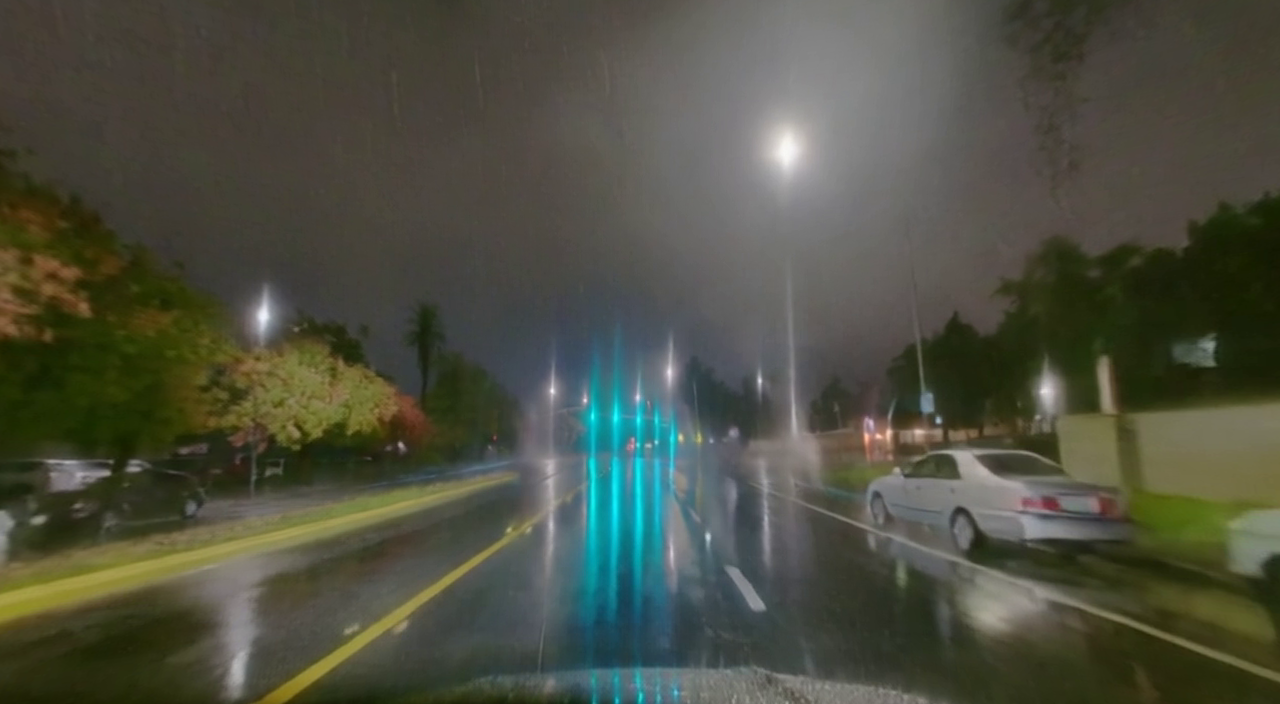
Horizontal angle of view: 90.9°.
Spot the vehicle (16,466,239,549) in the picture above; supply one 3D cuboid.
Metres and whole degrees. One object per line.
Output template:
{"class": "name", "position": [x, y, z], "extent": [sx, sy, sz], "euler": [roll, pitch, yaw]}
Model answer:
{"class": "vehicle", "position": [-12.504, 3.774, 15.882], "extent": [1.851, 1.472, 4.532], "euler": [-2, -7, 0]}

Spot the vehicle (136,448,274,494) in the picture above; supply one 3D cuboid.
{"class": "vehicle", "position": [-20.766, 5.689, 30.279], "extent": [5.039, 2.037, 2.093], "euler": [-1, -8, 1]}

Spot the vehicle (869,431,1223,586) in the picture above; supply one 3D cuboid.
{"class": "vehicle", "position": [4.862, 1.888, 8.538], "extent": [1.915, 1.521, 4.375], "euler": [0, -8, 1]}
